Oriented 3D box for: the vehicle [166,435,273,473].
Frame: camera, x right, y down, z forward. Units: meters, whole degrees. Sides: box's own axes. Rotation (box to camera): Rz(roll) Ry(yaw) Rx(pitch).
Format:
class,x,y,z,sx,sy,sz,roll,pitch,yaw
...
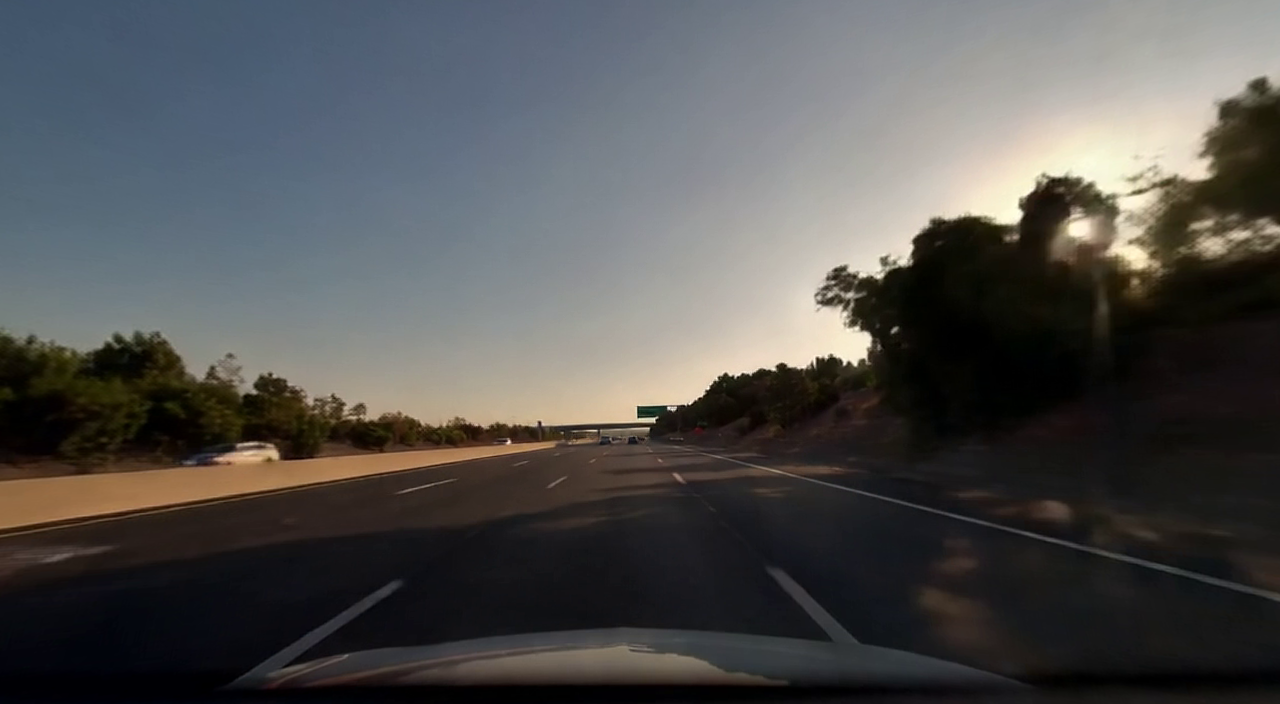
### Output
class,x,y,z,sx,sy,sz,roll,pitch,yaw
vehicle,-23.684,5.751,35.784,2.267,1.970,5.608,0,-8,-1
